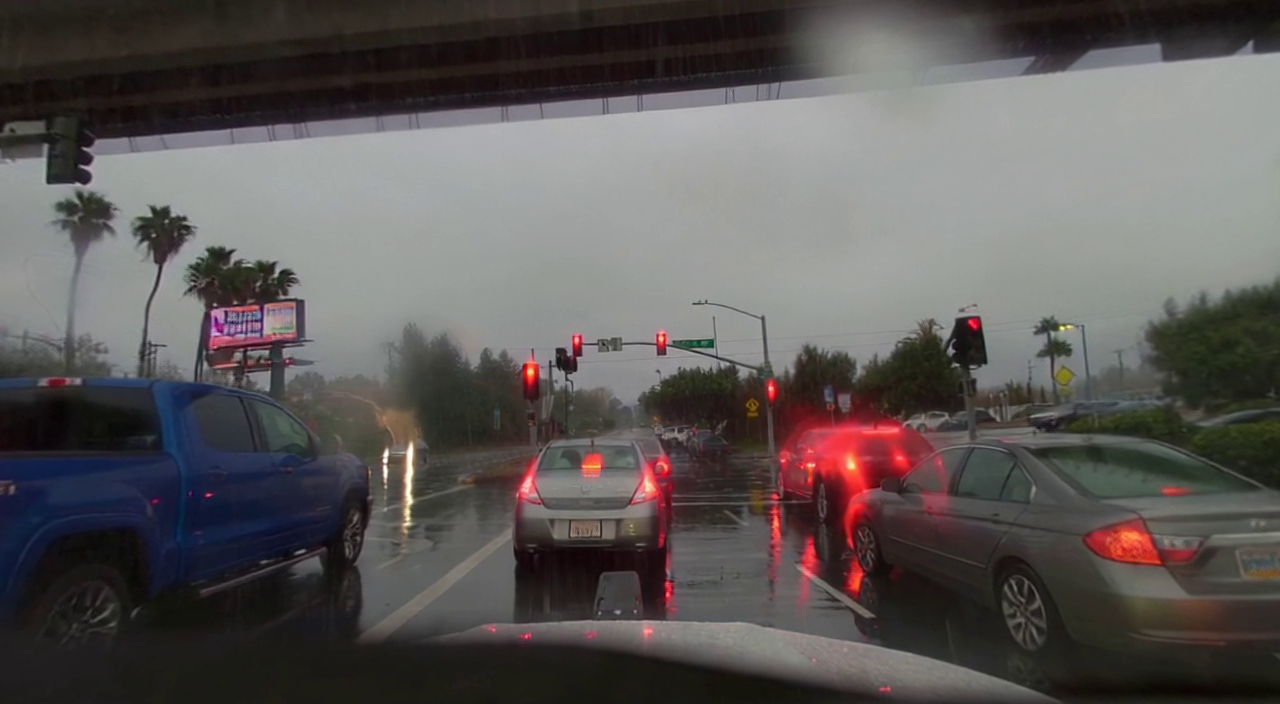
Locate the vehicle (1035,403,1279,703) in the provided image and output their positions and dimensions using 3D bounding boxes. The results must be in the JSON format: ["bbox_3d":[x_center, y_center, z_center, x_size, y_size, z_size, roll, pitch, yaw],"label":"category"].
[{"bbox_3d":[3.885,0.890,2.192,2.052,1.496,4.541,0,-9,0],"label":"vehicle"}]

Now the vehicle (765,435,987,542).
[{"bbox_3d":[3.696,2.214,10.958,1.965,1.448,4.486,0,-9,-2],"label":"vehicle"}]

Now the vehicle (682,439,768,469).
[{"bbox_3d":[4.197,5.139,31.976,1.878,1.428,4.416,5,-10,-32],"label":"vehicle"}]

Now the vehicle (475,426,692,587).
[{"bbox_3d":[-0.634,1.762,8.065,2.035,1.491,4.090,0,-9,-3],"label":"vehicle"}]

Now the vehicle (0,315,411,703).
[{"bbox_3d":[-3.827,1.112,4.947,2.078,1.838,5.448,0,-9,-1],"label":"vehicle"}]
